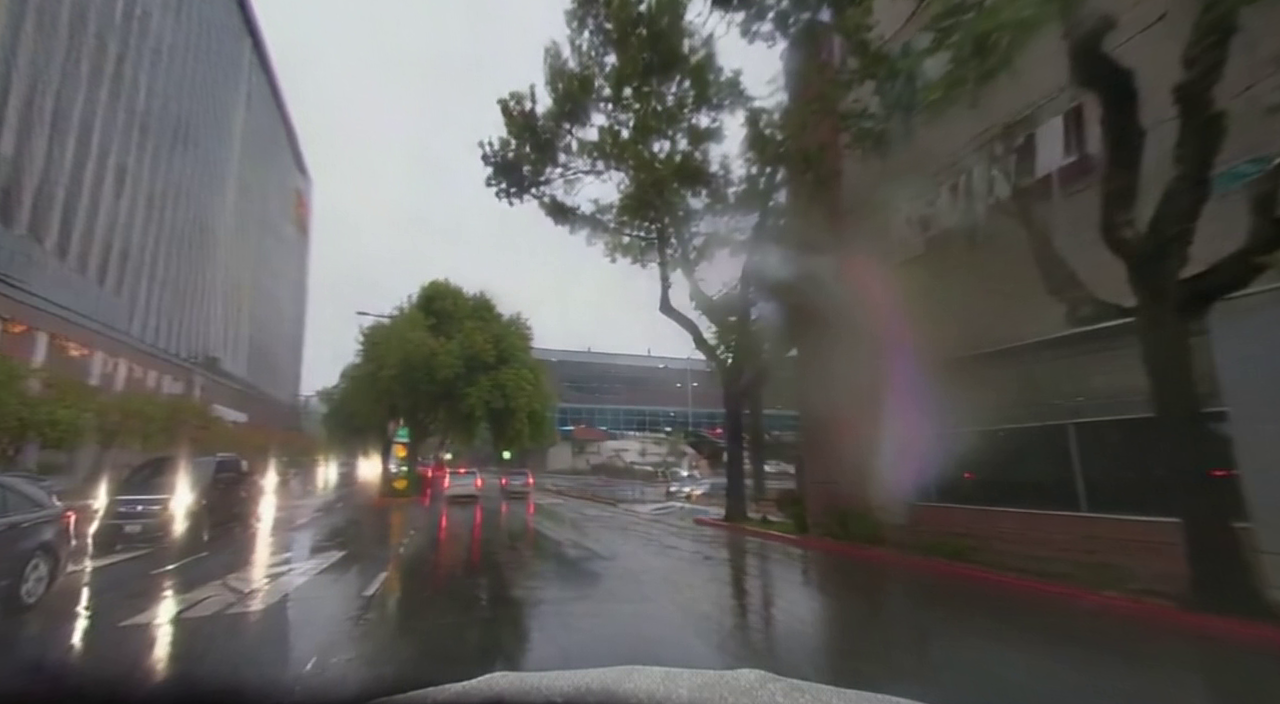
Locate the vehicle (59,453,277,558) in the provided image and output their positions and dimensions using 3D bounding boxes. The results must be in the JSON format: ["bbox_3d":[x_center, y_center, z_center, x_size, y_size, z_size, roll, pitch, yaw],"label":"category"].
[{"bbox_3d":[-9.252,3.011,12.908,2.011,1.701,4.519,4,-11,-17],"label":"vehicle"}]

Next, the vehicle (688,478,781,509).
[{"bbox_3d":[4.758,7.190,31.917,4.302,1.456,1.832,2,-11,-10],"label":"vehicle"}]

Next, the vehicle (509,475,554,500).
[{"bbox_3d":[-5.662,6.992,32.563,1.775,1.186,2.933,4,-11,-19],"label":"vehicle"}]

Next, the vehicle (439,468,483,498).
[{"bbox_3d":[-9.790,7.121,34.243,2.005,1.498,3.643,4,-11,-19],"label":"vehicle"}]
